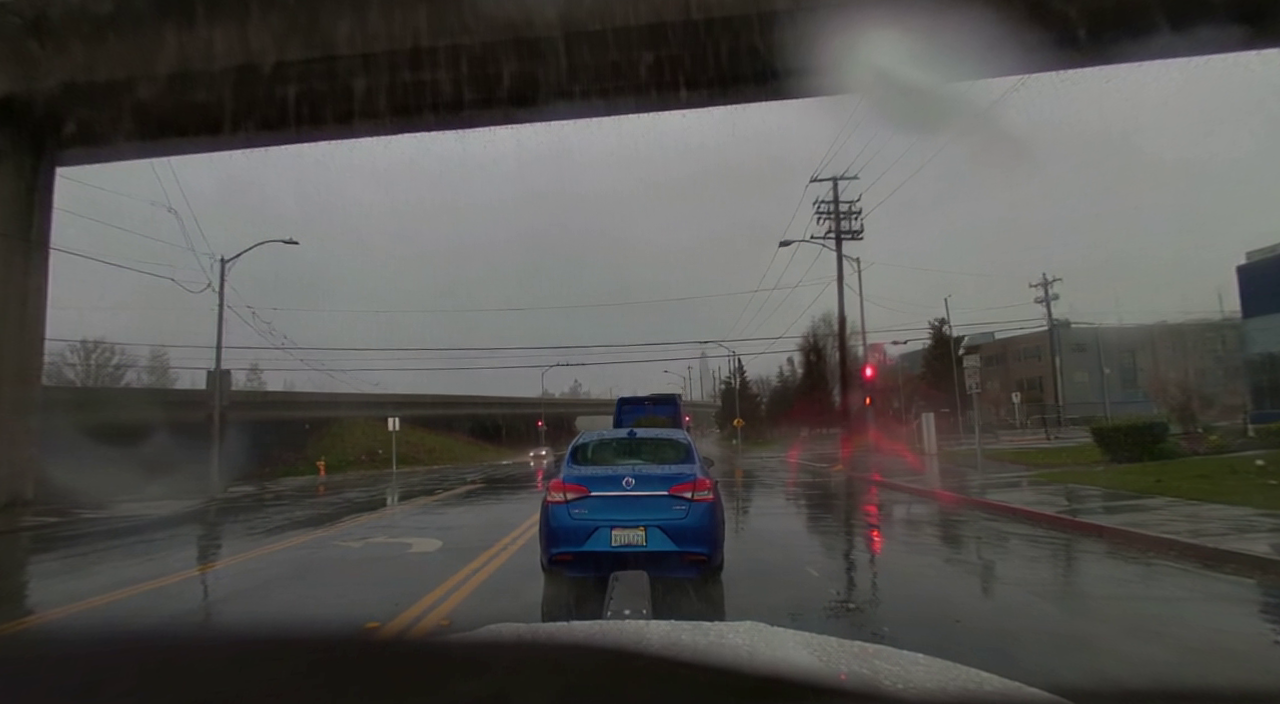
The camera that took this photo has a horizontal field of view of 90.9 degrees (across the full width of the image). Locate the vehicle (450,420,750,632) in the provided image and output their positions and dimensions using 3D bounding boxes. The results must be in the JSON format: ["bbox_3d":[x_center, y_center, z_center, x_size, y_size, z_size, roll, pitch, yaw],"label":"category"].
[{"bbox_3d":[-0.243,1.526,6.477,2.090,1.458,4.033,-1,-9,1],"label":"vehicle"}]
